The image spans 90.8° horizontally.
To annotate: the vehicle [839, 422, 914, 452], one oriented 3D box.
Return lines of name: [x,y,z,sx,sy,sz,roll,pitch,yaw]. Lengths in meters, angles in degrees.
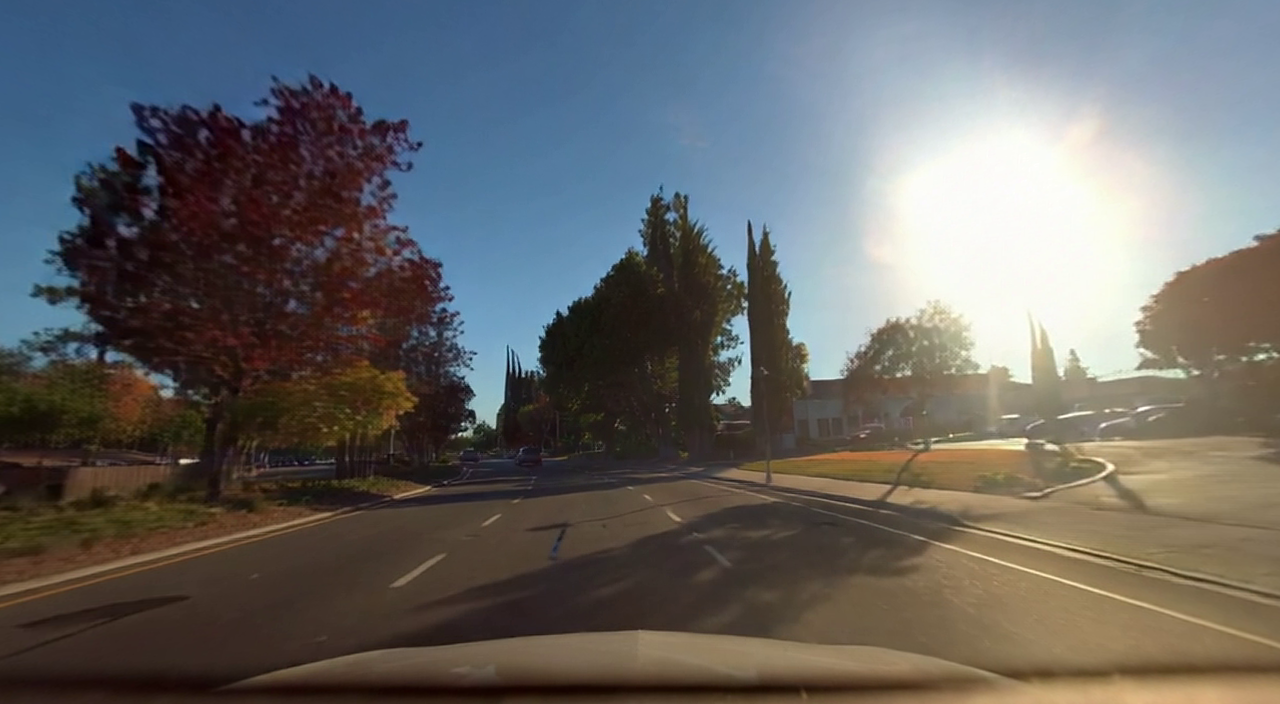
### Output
vehicle: [16.531,5.930,44.137,4.802,1.900,2.373,3,-8,-33]

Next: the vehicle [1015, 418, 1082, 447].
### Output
vehicle: [23.313,4.629,36.011,4.230,1.459,1.889,7,-12,-39]

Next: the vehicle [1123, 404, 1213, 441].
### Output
vehicle: [26.872,3.649,32.119,4.147,1.680,2.441,6,-11,-36]

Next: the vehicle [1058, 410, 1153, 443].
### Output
vehicle: [25.126,4.086,34.349,2.033,1.533,4.370,-3,-9,4]
